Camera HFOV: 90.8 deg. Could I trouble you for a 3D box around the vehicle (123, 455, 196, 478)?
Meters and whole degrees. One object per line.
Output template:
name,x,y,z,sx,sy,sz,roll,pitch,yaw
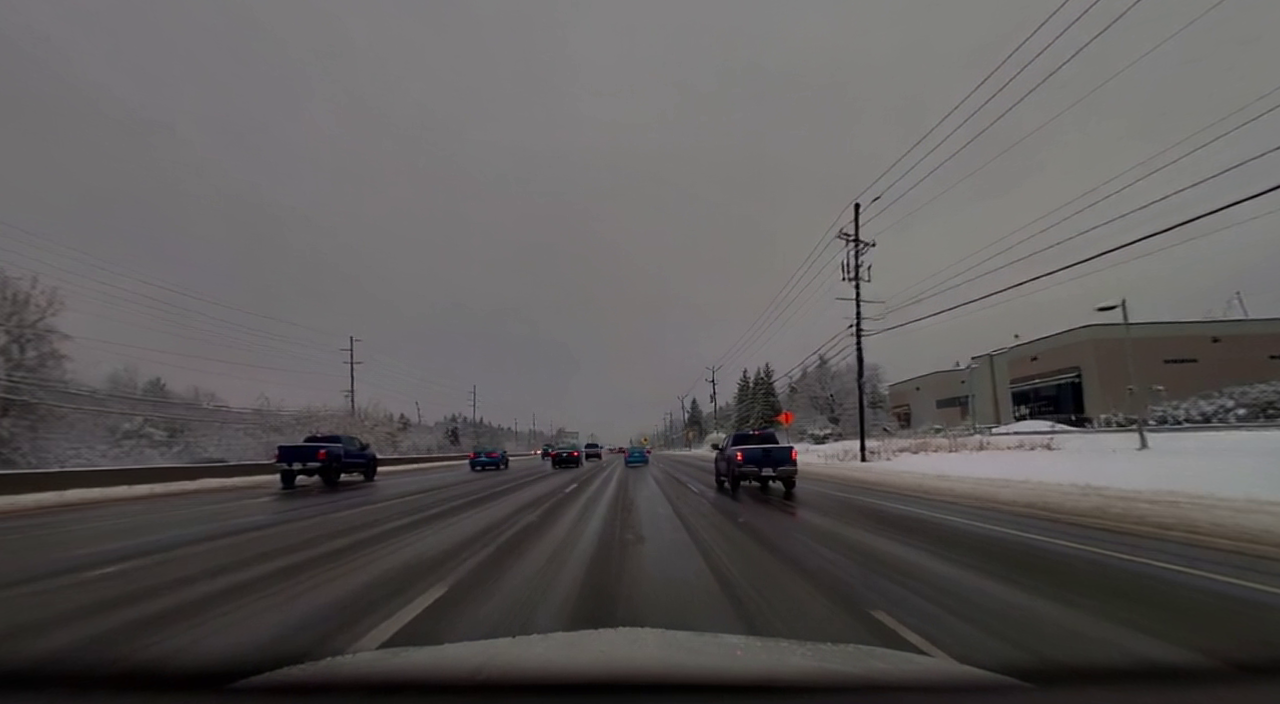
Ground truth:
vehicle,-34.361,8.186,45.344,1.809,1.480,4.444,0,-9,0

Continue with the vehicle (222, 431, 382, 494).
vehicle,-11.394,3.784,22.037,2.317,1.881,5.903,0,-8,0

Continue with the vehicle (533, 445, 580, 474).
vehicle,-4.416,5.749,33.991,1.938,1.444,4.206,0,-8,0

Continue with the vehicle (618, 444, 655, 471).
vehicle,-0.232,6.193,37.400,2.030,1.471,4.115,0,-8,-1

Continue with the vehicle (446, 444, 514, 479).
vehicle,-7.417,5.086,29.788,1.959,1.496,4.740,0,-8,0

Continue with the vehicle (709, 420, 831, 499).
vehicle,3.468,3.008,18.055,2.231,1.919,5.086,0,-8,-2
